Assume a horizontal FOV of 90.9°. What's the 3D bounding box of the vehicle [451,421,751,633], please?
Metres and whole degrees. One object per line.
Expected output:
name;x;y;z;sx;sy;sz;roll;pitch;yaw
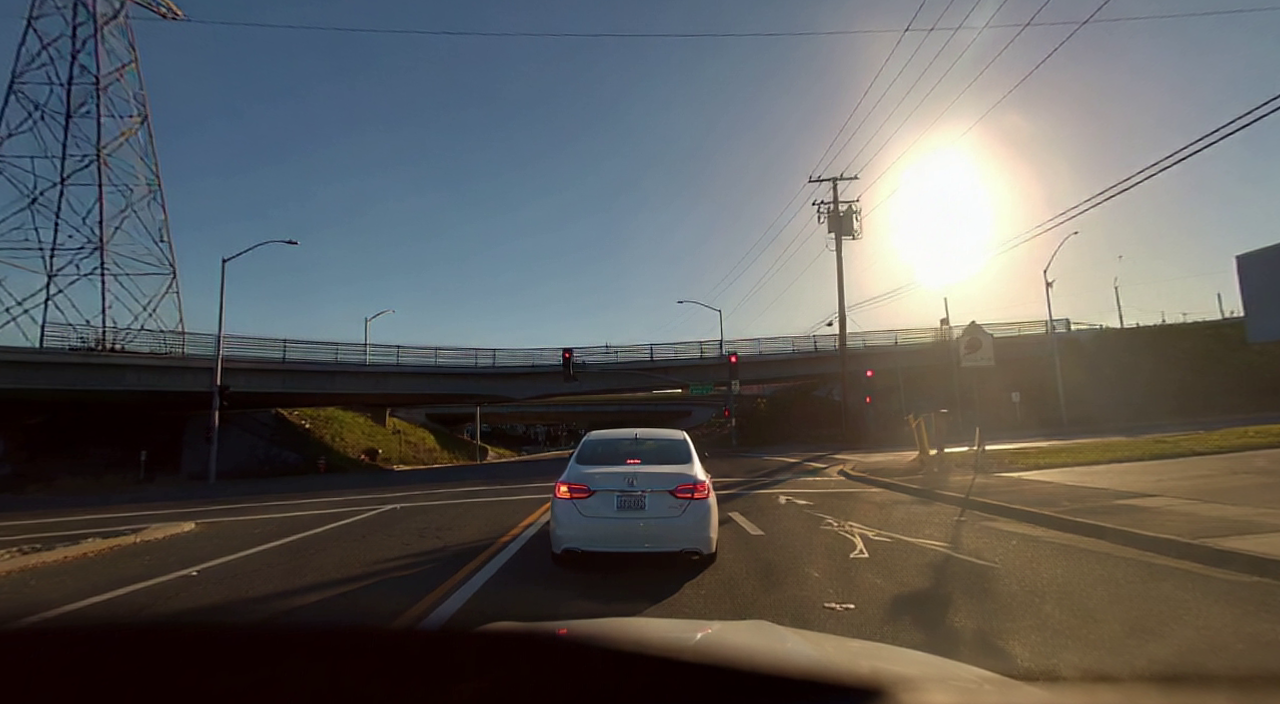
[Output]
vehicle;-0.236;1.530;6.482;2.090;1.458;4.033;-1;-9;1
